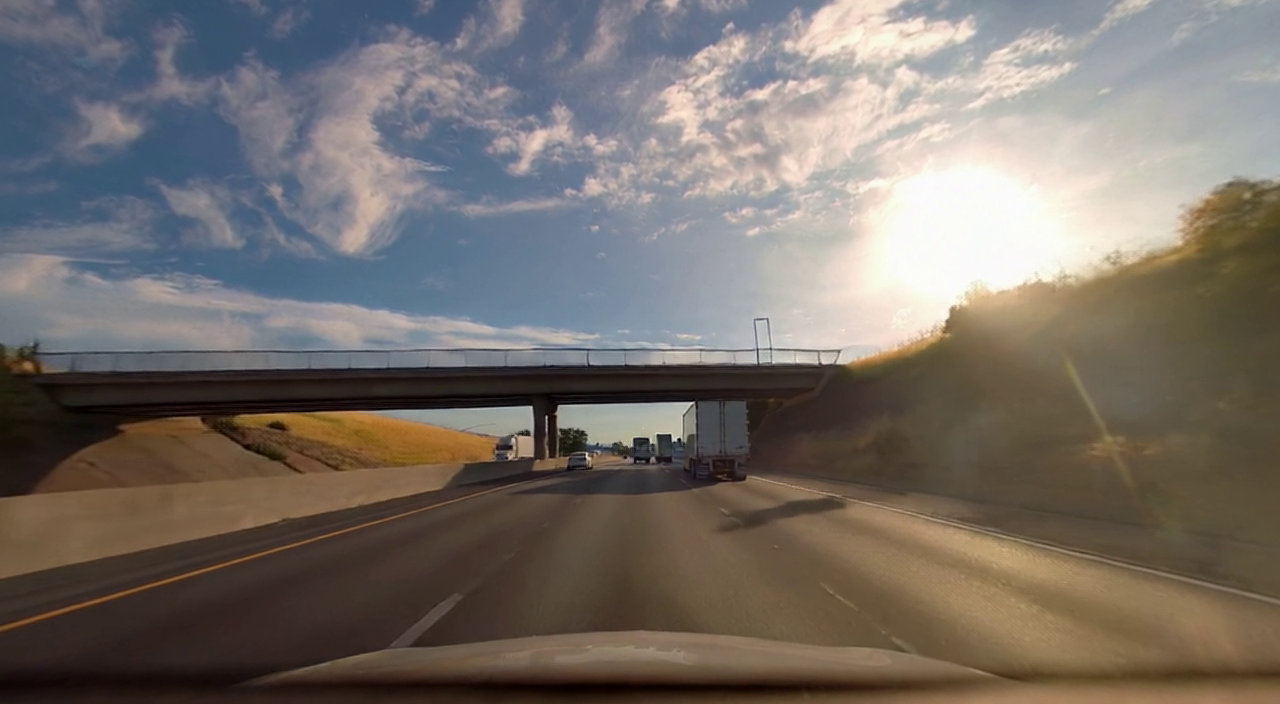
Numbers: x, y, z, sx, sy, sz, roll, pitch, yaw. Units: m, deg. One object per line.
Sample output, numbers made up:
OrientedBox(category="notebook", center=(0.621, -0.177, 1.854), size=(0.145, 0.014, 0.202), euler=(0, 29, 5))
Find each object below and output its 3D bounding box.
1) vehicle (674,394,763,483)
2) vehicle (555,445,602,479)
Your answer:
OrientedBox(category="vehicle", center=(4.048, 5.247, 37.291), size=(3.131, 4.037, 16.729), euler=(0, -9, 0))
OrientedBox(category="vehicle", center=(-3.122, 5.710, 32.874), size=(2.007, 1.647, 3.854), euler=(0, -9, 1))
